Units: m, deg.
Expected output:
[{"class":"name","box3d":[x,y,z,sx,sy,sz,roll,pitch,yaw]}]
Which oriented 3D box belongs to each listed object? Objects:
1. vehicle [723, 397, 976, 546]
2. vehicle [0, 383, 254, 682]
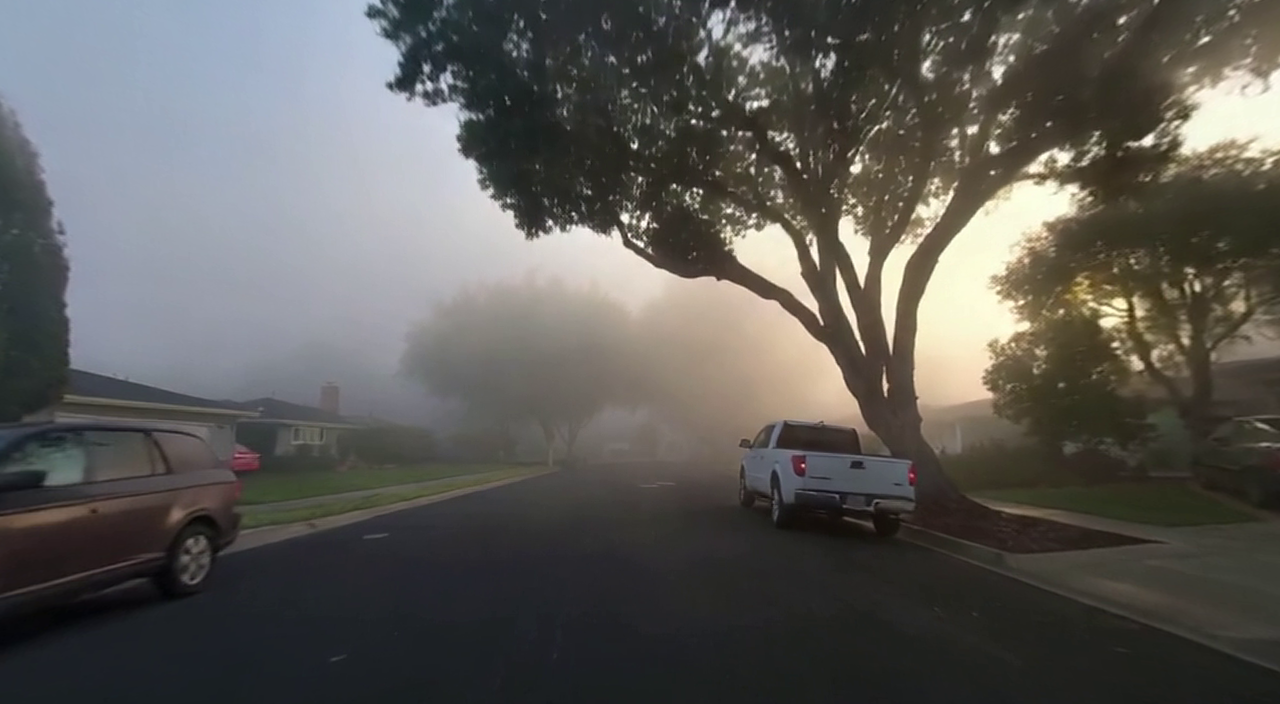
[{"class":"vehicle","box3d":[3.622,2.350,13.221,2.789,2.206,7.420,0,-9,0]},{"class":"vehicle","box3d":[-5.039,1.182,4.300,2.075,1.837,4.945,0,-7,-6]}]
